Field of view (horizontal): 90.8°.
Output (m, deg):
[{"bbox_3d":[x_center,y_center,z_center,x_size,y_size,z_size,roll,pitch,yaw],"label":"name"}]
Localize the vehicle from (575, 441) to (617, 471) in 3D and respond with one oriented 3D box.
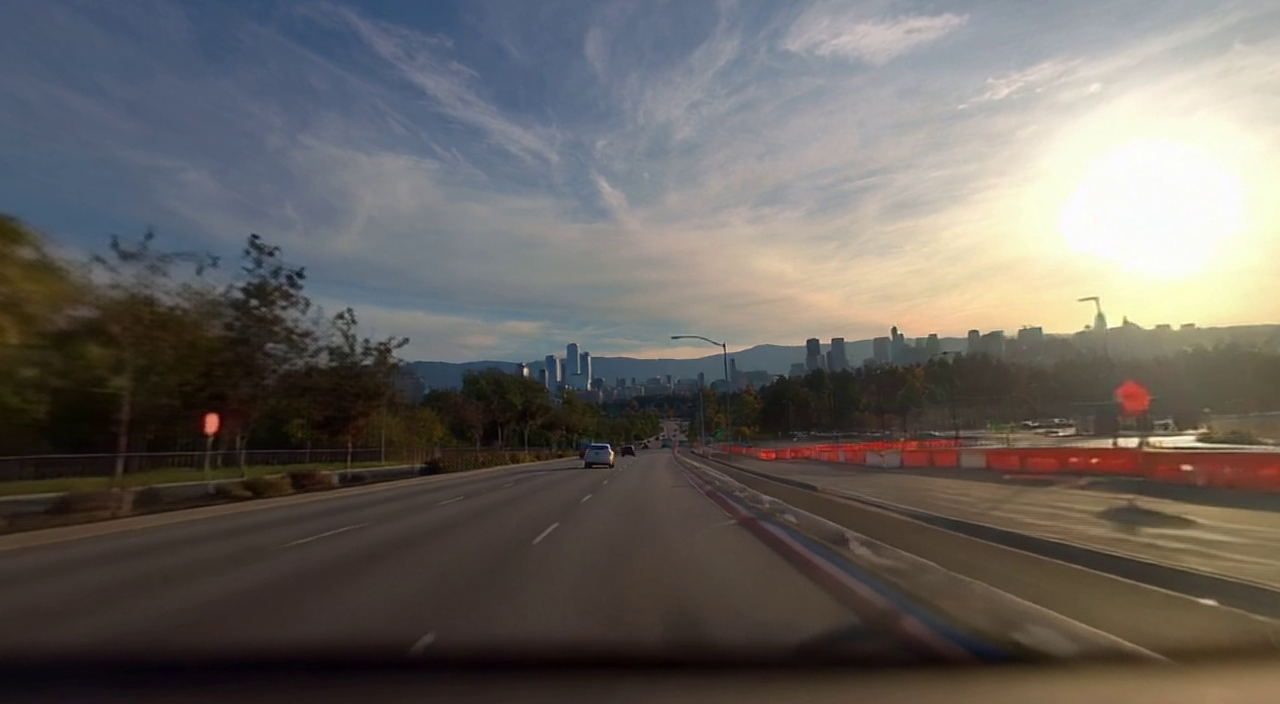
[{"bbox_3d":[-2.539,6.113,37.473,2.121,1.654,3.993,0,-8,1],"label":"vehicle"}]
